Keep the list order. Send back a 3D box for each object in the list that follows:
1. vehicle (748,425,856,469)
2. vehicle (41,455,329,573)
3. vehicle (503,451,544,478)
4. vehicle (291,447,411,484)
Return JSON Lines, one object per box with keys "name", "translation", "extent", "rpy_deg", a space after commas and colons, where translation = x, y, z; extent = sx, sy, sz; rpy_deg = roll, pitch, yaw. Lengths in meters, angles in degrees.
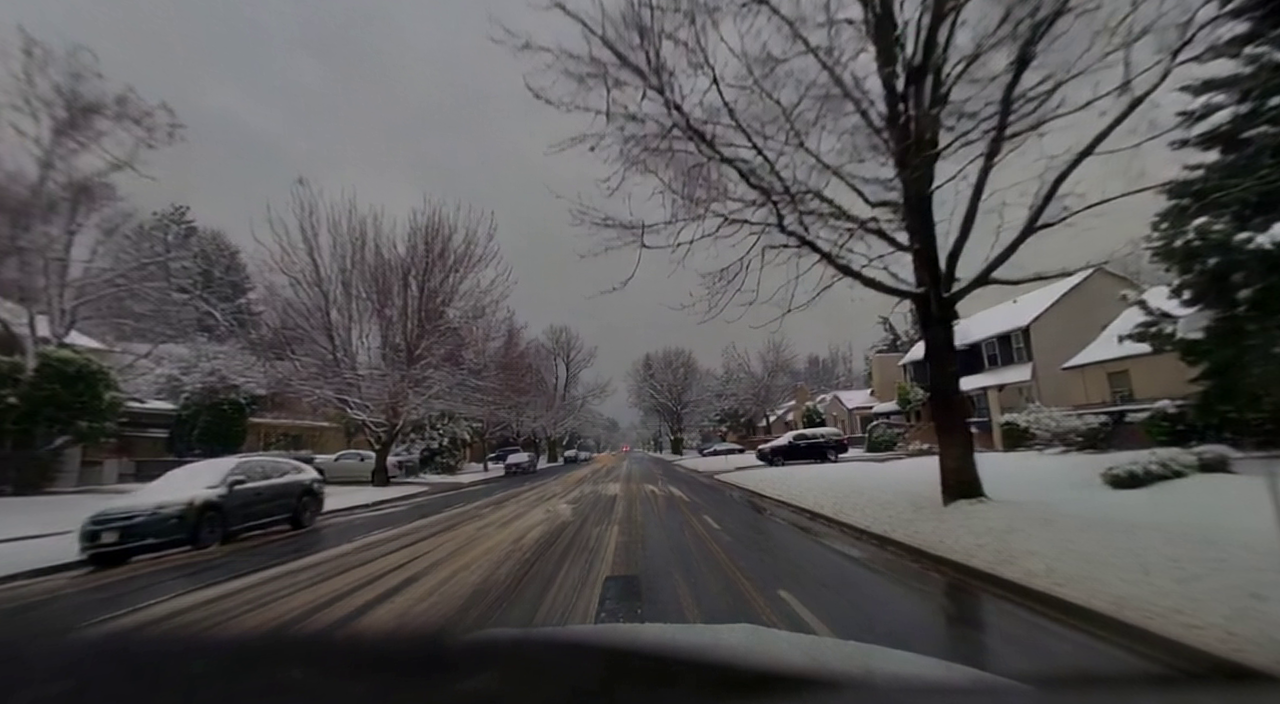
{"name": "vehicle", "translation": [8.805, 5.197, 34.609], "extent": [5.221, 1.958, 1.992], "rpy_deg": [-4, -9, 0]}
{"name": "vehicle", "translation": [-7.632, 2.685, 11.337], "extent": [1.919, 1.492, 4.547], "rpy_deg": [-5, -9, -1]}
{"name": "vehicle", "translation": [-7.825, 7.598, 42.847], "extent": [1.973, 1.500, 4.781], "rpy_deg": [-5, -9, -2]}
{"name": "vehicle", "translation": [-14.414, 5.650, 31.733], "extent": [4.995, 1.760, 1.988], "rpy_deg": [0, -9, -3]}
